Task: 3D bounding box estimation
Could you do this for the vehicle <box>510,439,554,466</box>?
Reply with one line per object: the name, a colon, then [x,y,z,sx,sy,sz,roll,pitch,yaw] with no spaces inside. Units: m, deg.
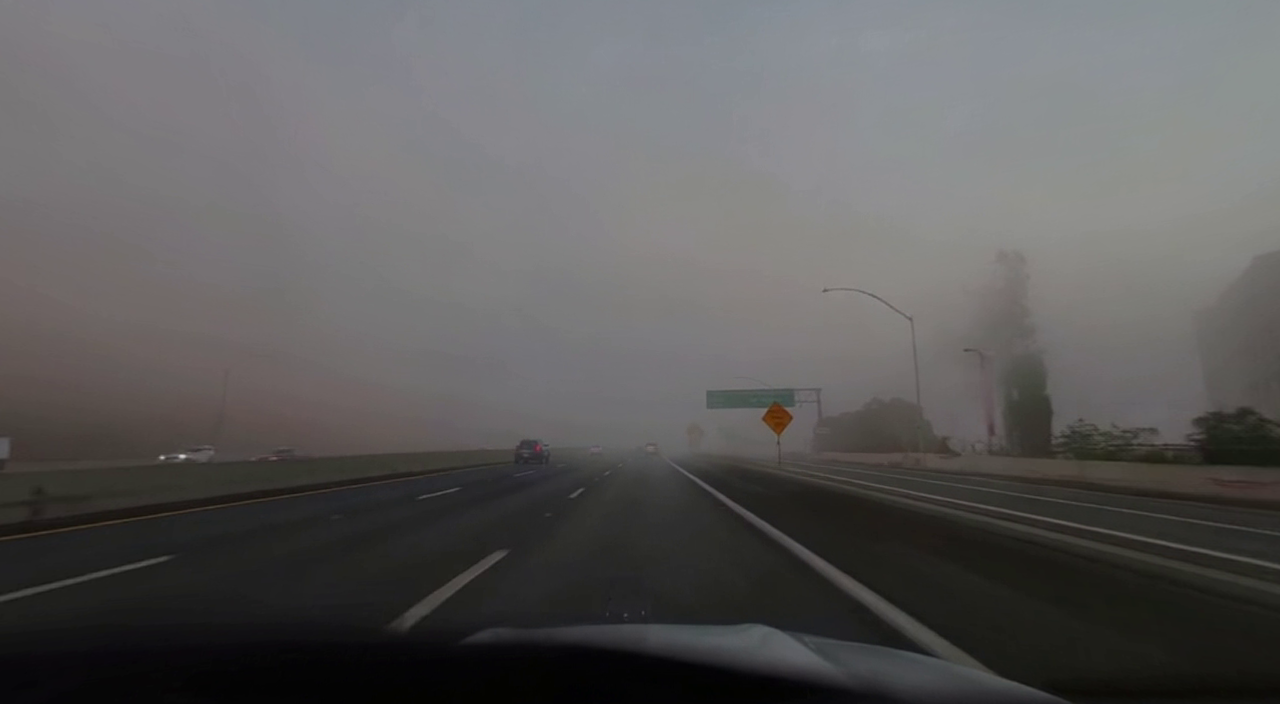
vehicle: [-7.244,6.788,42.772,2.088,1.678,4.426,0,-8,1]
